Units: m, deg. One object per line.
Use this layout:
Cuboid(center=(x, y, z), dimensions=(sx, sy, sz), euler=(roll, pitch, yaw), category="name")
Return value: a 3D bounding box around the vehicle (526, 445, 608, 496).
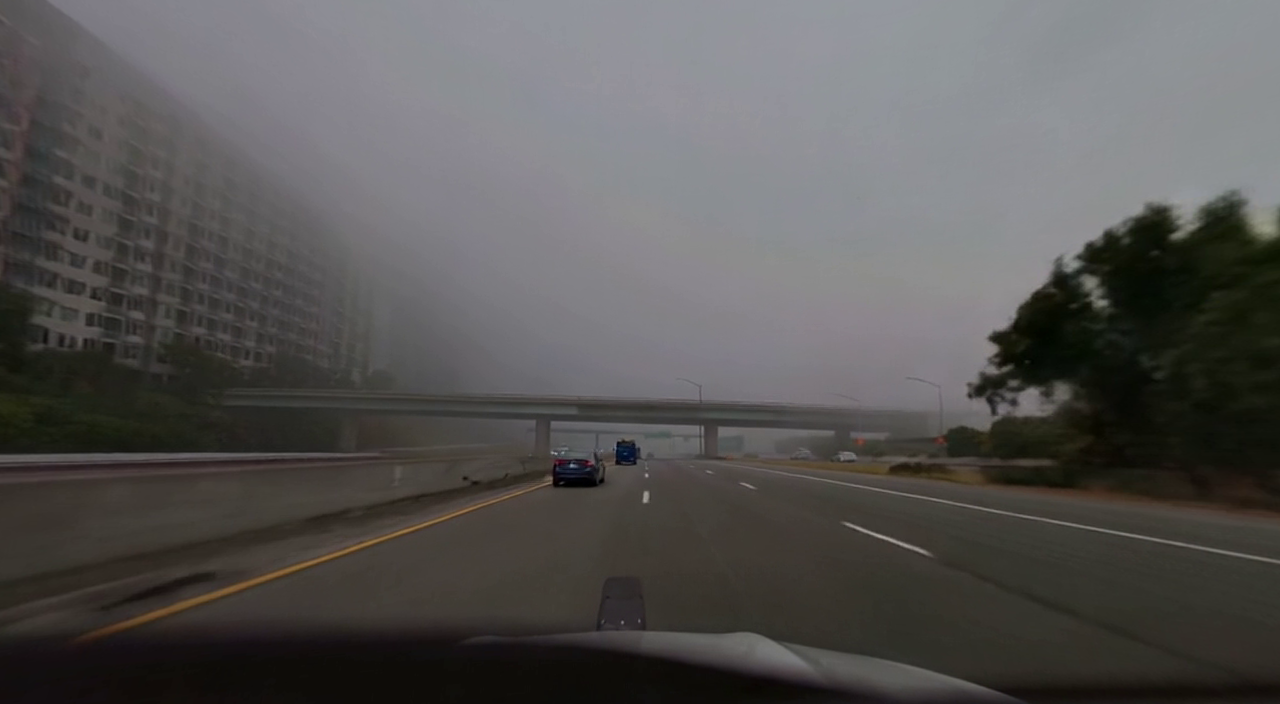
Cuboid(center=(-2.252, 3.838, 20.764), dimensions=(2.039, 1.478, 4.483), euler=(0, -9, 2), category="vehicle")
